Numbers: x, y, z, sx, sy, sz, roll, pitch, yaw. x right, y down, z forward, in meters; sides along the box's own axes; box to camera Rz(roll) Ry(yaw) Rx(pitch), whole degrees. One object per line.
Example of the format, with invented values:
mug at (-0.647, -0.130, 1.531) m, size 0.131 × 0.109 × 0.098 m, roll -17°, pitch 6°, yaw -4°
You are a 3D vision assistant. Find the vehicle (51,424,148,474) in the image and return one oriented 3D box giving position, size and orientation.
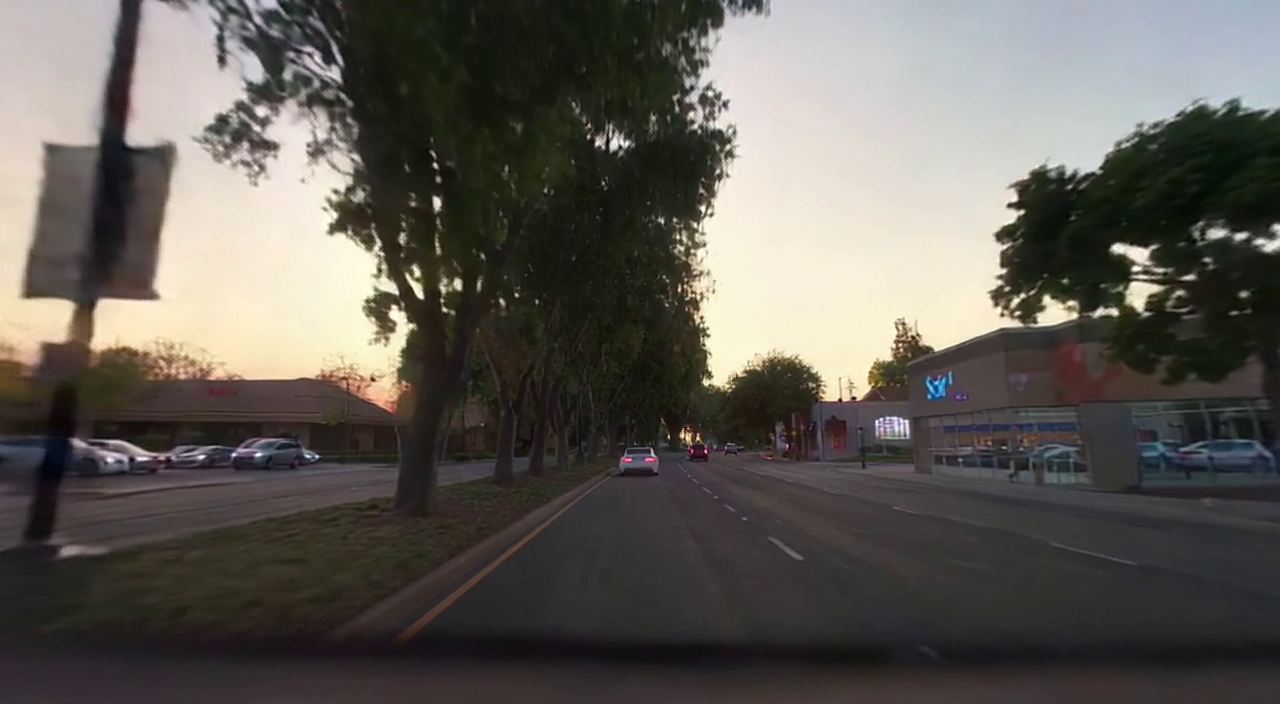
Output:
vehicle at (-30.400, 5.526, 35.491) m, size 5.689 × 2.583 × 2.285 m, roll -7°, pitch -12°, yaw 32°

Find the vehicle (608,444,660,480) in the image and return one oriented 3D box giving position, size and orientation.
vehicle at (-0.180, 4.750, 27.585) m, size 2.095 × 1.456 × 3.873 m, roll 0°, pitch -8°, yaw 2°

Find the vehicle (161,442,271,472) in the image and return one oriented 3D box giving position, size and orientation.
vehicle at (-31.282, 7.759, 46.897) m, size 2.154 × 2.021 × 6.409 m, roll -5°, pitch -10°, yaw 28°

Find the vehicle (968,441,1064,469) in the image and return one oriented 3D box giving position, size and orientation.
vehicle at (21.360, 5.843, 35.981) m, size 4.197 × 1.505 × 1.915 m, roll 0°, pitch -8°, yaw 1°

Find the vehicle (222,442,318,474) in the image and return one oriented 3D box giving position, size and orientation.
vehicle at (-24.121, 6.855, 41.266) m, size 5.104 × 1.947 × 2.106 m, roll 6°, pitch -10°, yaw -36°

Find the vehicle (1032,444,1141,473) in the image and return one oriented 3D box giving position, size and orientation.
vehicle at (21.441, 5.118, 30.437) m, size 3.811 × 1.355 × 1.823 m, roll 0°, pitch -9°, yaw 0°

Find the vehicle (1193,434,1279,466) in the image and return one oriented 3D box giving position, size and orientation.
vehicle at (34.534, 5.576, 35.759) m, size 4.366 × 1.723 × 1.944 m, roll -1°, pitch -10°, yaw 3°

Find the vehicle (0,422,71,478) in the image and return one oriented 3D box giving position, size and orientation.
vehicle at (-32.130, 5.148, 32.755) m, size 5.926 × 2.638 × 2.413 m, roll -8°, pitch -12°, yaw 35°
